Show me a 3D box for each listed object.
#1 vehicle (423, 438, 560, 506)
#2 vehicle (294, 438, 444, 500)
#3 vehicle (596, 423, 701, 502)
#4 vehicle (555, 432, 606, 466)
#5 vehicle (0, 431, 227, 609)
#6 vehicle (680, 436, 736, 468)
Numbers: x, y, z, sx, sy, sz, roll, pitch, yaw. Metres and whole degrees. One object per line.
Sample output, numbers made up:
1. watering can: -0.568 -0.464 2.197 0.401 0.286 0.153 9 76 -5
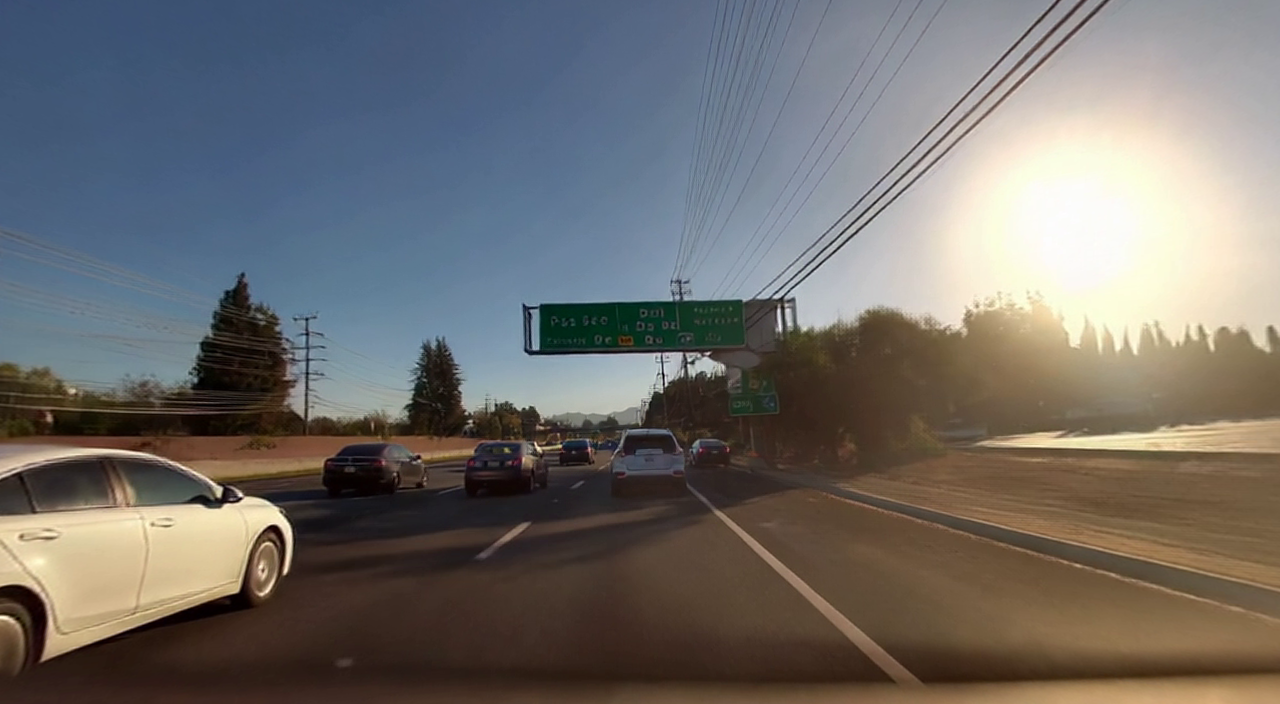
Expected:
1. vehicle: -3.417 2.871 15.633 2.203 1.425 4.610 0 -8 1
2. vehicle: -7.140 3.121 17.312 1.959 1.435 4.719 0 -8 1
3. vehicle: 0.178 2.714 15.858 2.284 1.699 4.168 0 -8 0
4. vehicle: -3.246 5.459 35.633 2.353 1.773 4.286 0 -8 1
5. vehicle: -6.242 1.469 5.785 1.958 1.447 4.454 0 -8 -1
6. vehicle: 3.275 4.911 31.222 2.197 1.464 4.356 0 -8 -1
